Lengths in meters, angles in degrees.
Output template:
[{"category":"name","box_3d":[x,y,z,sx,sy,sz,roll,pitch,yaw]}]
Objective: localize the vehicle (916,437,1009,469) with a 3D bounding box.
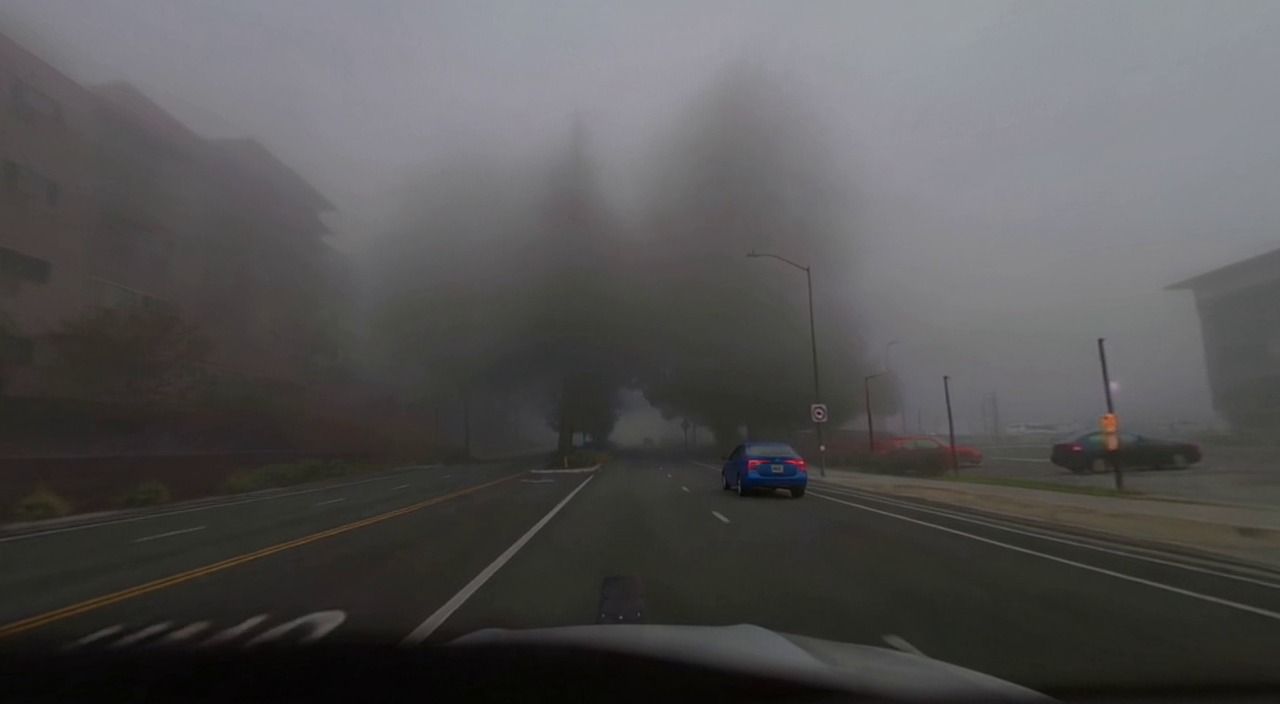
[{"category":"vehicle","box_3d":[19.395,6.120,38.132,4.418,1.418,1.873,-5,-14,-2]}]

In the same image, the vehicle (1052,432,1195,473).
[{"category":"vehicle","box_3d":[17.682,3.687,23.234,3.622,1.432,2.029,1,-8,-3]}]

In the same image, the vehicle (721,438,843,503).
[{"category":"vehicle","box_3d":[3.610,3.083,16.990,2.114,1.493,4.430,0,-8,-2]}]
